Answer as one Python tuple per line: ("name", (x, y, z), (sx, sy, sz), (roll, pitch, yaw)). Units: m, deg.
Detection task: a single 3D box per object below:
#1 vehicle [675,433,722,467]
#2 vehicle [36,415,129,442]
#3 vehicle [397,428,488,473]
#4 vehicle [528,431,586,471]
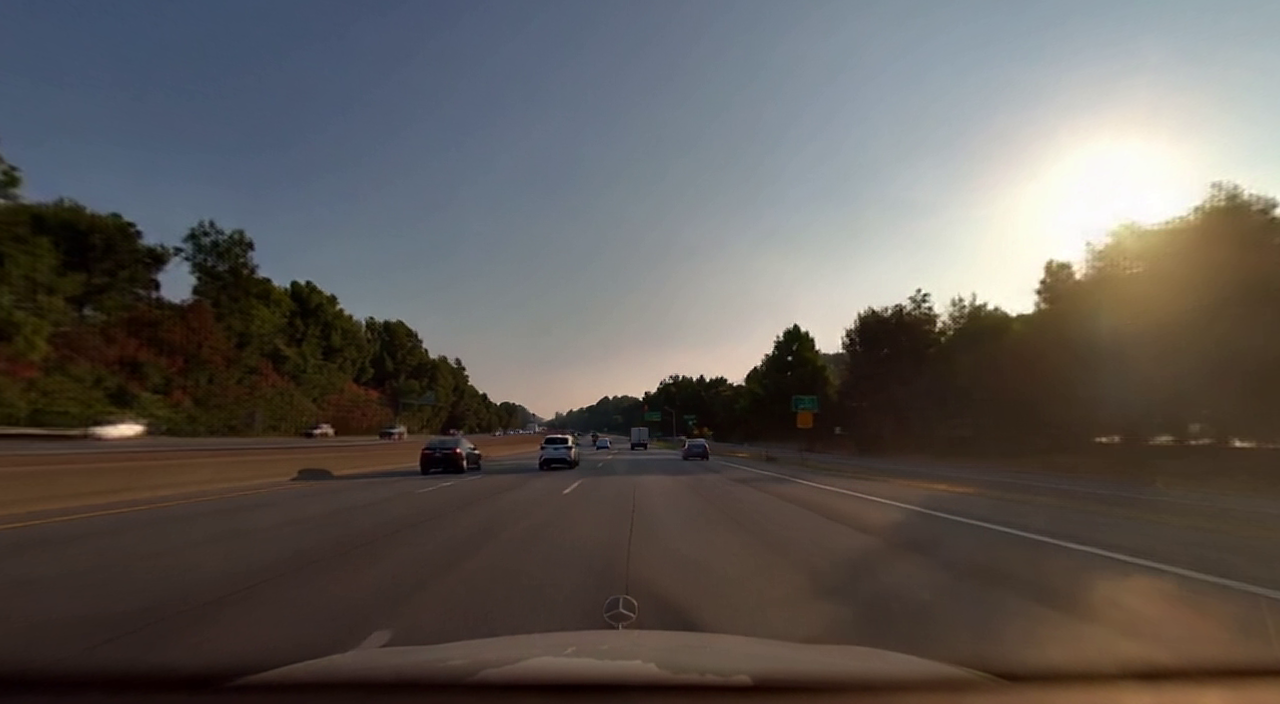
("vehicle", (3.086, 5.297, 33.953), (2.053, 1.698, 4.097), (0, -9, -1))
("vehicle", (-31.903, 4.433, 36.161), (1.800, 1.439, 3.761), (0, -9, 2))
("vehicle", (-8.129, 4.123, 26.462), (2.237, 1.703, 4.681), (0, -9, 0))
("vehicle", (-3.643, 4.462, 28.446), (2.002, 1.680, 4.301), (0, -9, 0))
